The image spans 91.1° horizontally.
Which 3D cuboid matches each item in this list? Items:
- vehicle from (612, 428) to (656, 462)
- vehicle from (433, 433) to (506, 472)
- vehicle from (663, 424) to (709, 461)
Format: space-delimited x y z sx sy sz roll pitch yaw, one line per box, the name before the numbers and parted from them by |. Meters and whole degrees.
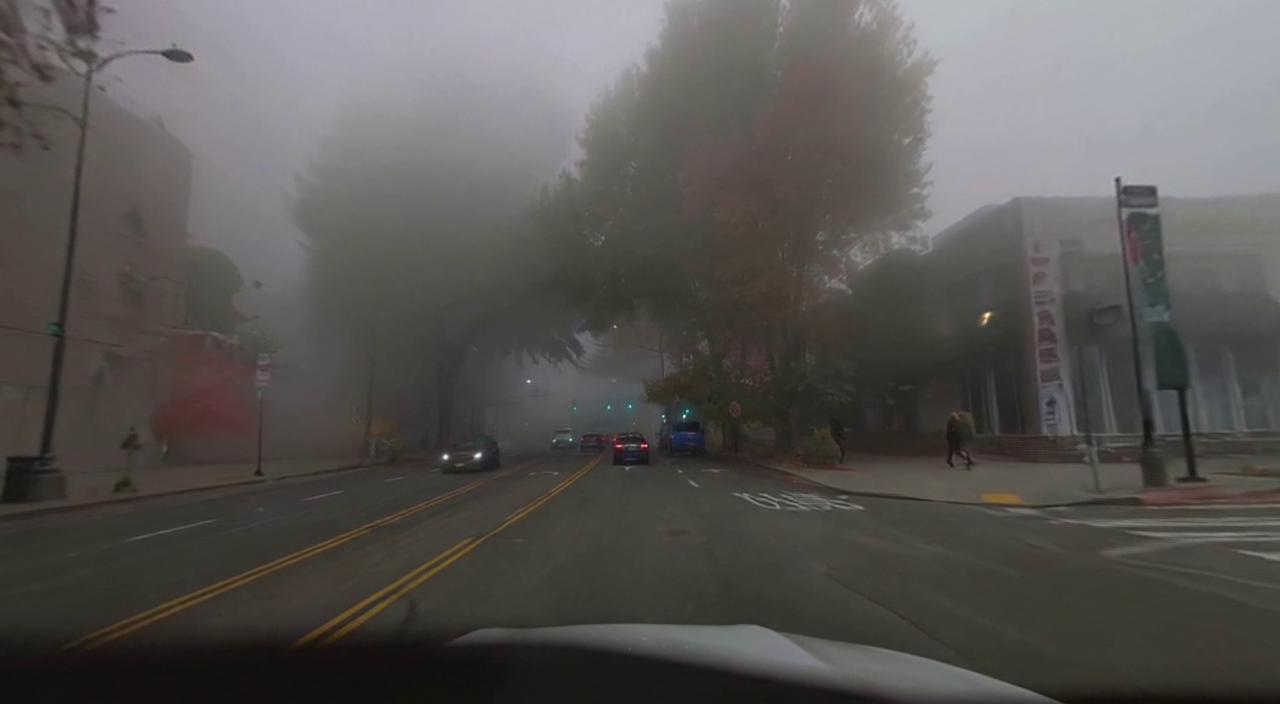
vehicle | -0.363 5.007 34.093 2.274 1.736 4.083 0 -8 -2
vehicle | -7.024 4.157 26.436 2.121 1.489 4.430 1 -8 -4
vehicle | 2.582 5.188 36.200 2.147 1.968 4.478 0 -8 -2
